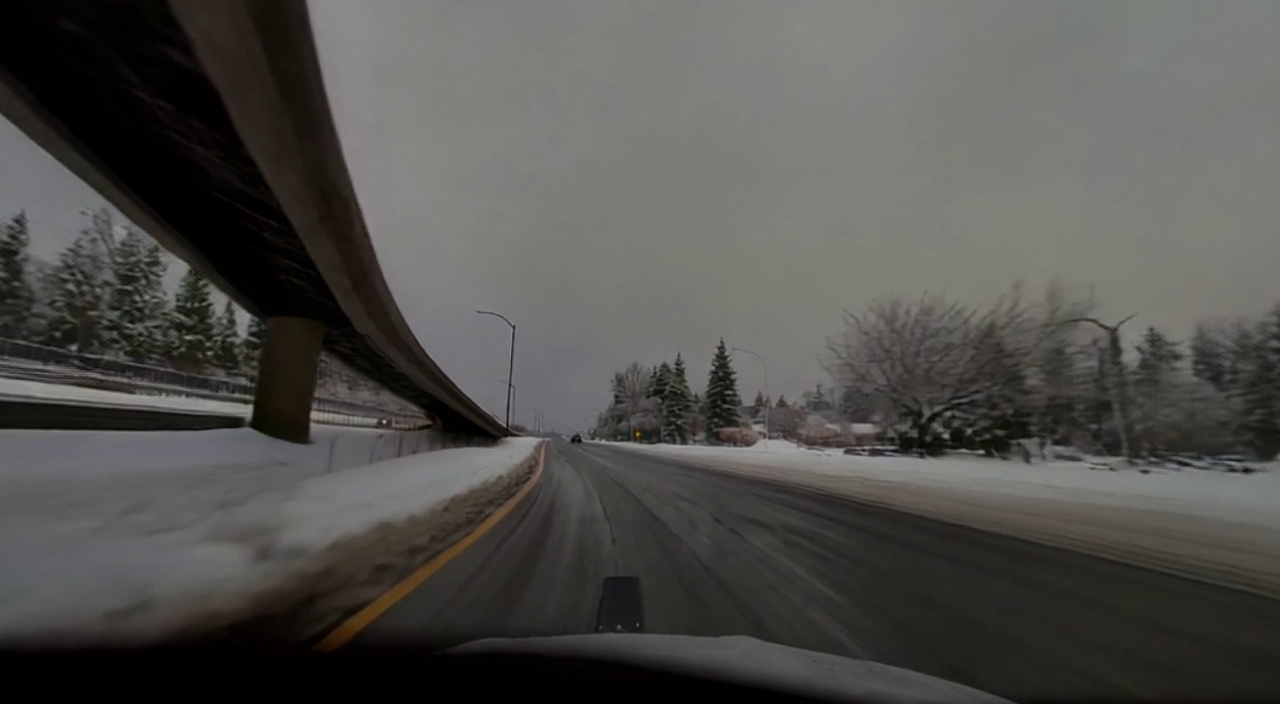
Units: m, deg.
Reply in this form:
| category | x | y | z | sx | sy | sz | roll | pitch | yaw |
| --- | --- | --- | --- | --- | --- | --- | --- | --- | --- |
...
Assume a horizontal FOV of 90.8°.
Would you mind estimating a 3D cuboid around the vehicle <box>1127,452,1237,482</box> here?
| category | x | y | z | sx | sy | sz | roll | pitch | yaw |
| --- | --- | --- | --- | --- | --- | --- | --- | --- | --- |
| vehicle | 38.156 | 8.101 | 44.577 | 5.708 | 1.847 | 2.078 | -2 | -9 | 0 |

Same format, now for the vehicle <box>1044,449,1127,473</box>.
| category | x | y | z | sx | sy | sz | roll | pitch | yaw |
| --- | --- | --- | --- | --- | --- | --- | --- | --- | --- |
| vehicle | 31.736 | 7.792 | 45.142 | 4.615 | 1.523 | 1.735 | -7 | -10 | 33 |
